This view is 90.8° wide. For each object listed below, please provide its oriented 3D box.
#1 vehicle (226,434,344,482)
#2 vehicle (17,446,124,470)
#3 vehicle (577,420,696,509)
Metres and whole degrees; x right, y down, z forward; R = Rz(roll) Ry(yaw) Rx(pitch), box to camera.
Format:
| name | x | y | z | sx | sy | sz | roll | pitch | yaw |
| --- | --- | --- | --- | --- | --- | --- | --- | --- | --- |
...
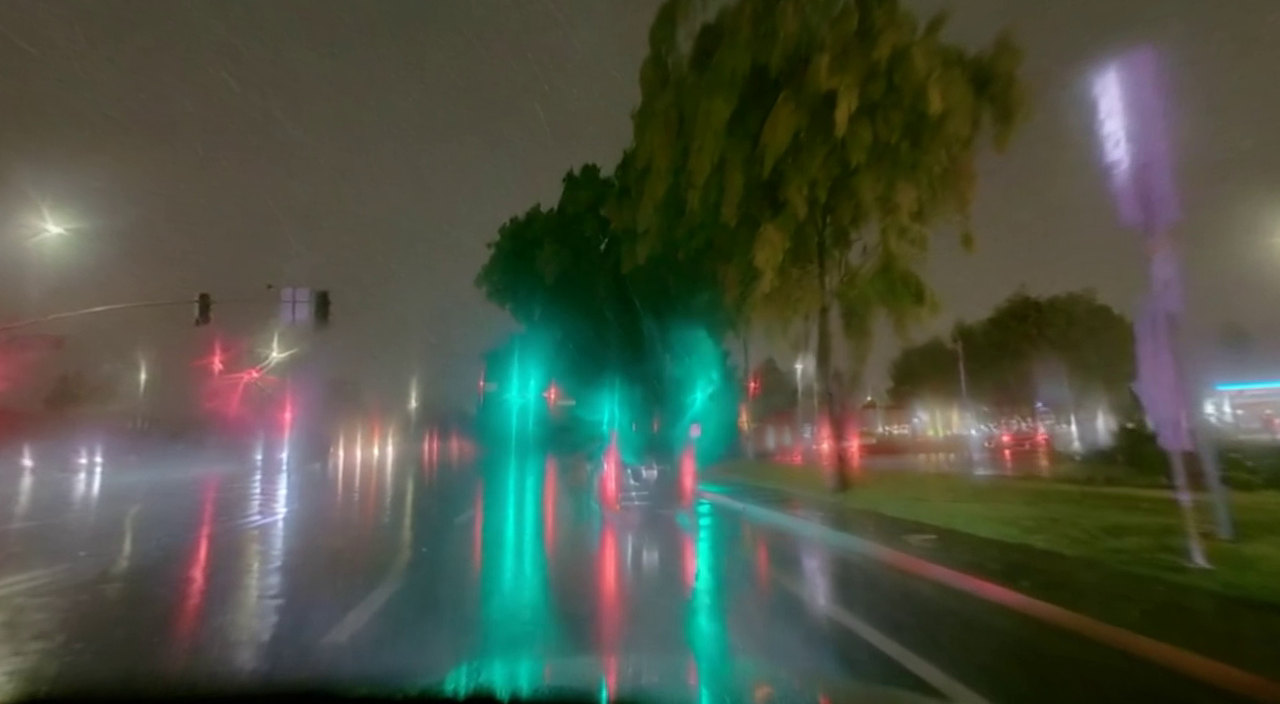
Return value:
| name | x | y | z | sx | sy | sz | roll | pitch | yaw |
| --- | --- | --- | --- | --- | --- | --- | --- | --- | --- |
| vehicle | -12.128 | 3.633 | 21.982 | 1.924 | 1.458 | 4.448 | 1 | -8 | -7 |
| vehicle | -36.604 | 6.818 | 40.718 | 4.692 | 1.476 | 1.992 | 1 | -8 | -7 |
| vehicle | -0.263 | 2.485 | 14.406 | 2.230 | 1.683 | 4.204 | 1 | -8 | -7 |
